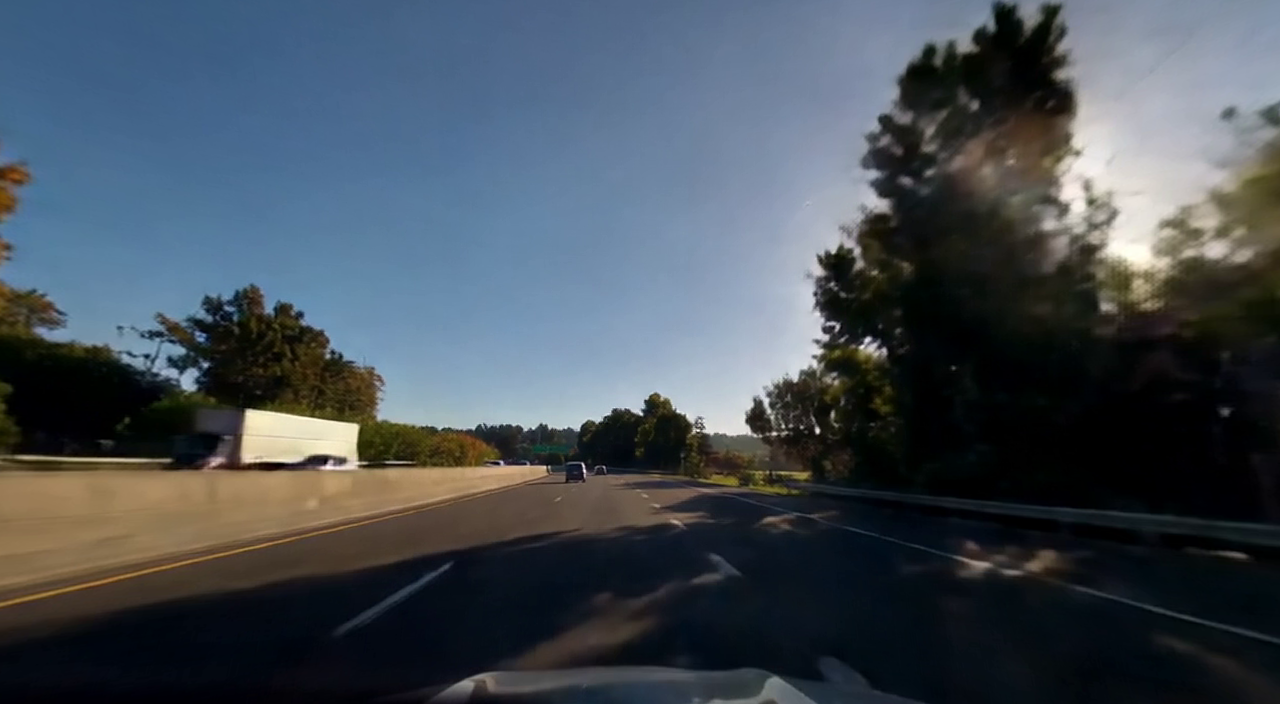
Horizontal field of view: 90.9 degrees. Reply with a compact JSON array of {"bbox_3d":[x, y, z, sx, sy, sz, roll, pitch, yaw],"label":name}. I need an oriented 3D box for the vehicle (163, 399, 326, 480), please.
[{"bbox_3d":[-21.666,5.139,35.566,3.076,3.885,9.801,1,-10,-3],"label":"vehicle"}]

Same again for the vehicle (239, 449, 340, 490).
[{"bbox_3d":[-13.629,4.629,24.796,1.763,1.441,3.984,1,-10,-2],"label":"vehicle"}]
